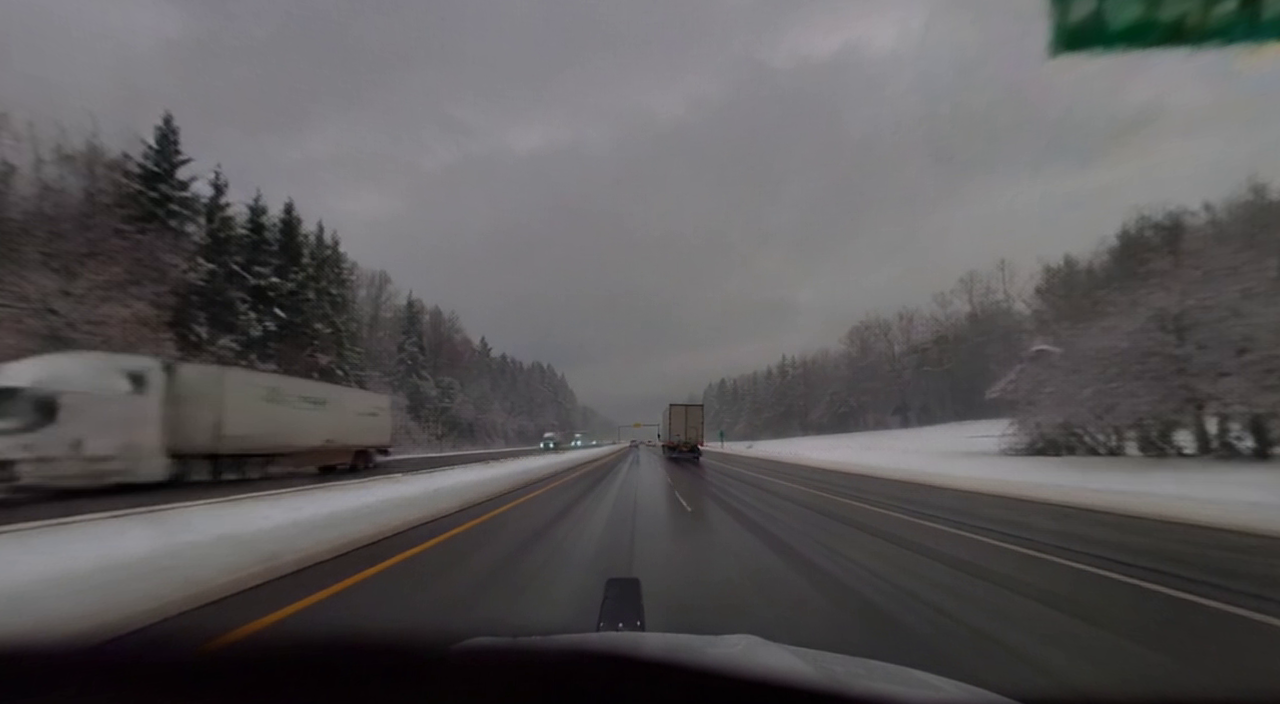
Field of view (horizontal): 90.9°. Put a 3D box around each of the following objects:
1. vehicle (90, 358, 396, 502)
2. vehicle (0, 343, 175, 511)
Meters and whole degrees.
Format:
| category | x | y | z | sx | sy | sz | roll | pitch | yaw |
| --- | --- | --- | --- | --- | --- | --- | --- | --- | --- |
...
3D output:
| category | x | y | z | sx | sy | sz | roll | pitch | yaw |
| --- | --- | --- | --- | --- | --- | --- | --- | --- | --- |
| vehicle | -13.857 | 3.193 | 24.783 | 2.963 | 4.037 | 14.038 | 0 | -8 | 0 |
| vehicle | -13.909 | 1.742 | 14.697 | 3.618 | 3.504 | 2.875 | 0 | -8 | 1 |
